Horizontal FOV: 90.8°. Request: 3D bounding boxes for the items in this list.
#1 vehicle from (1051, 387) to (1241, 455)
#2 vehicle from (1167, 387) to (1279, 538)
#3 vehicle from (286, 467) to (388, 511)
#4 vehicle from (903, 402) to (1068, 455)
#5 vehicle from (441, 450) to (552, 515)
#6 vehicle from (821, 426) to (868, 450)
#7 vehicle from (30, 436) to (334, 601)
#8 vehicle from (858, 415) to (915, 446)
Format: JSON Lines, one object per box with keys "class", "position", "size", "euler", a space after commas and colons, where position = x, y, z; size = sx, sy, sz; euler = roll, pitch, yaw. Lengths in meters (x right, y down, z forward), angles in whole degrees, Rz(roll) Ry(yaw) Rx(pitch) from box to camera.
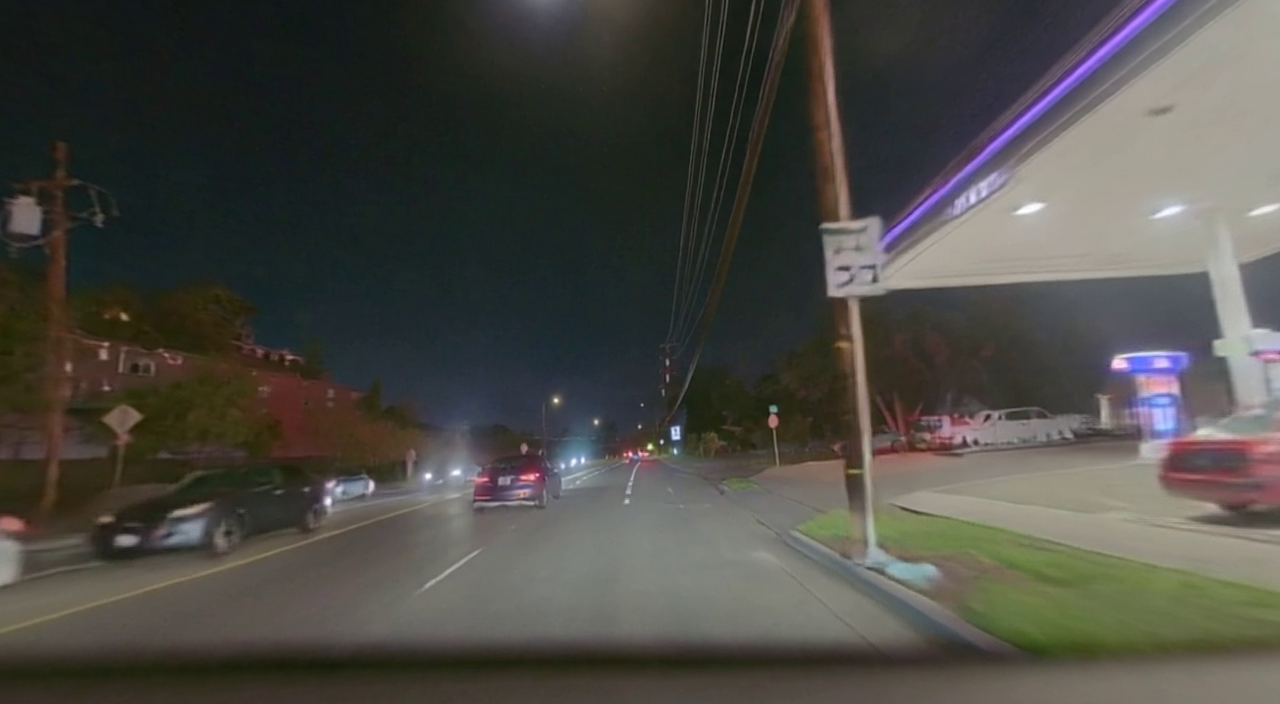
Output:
{"class": "vehicle", "position": [19.758, 2.805, 25.023], "size": [4.982, 2.516, 2.697], "euler": [-2, -9, 11]}
{"class": "vehicle", "position": [7.909, 1.197, 7.043], "size": [4.000, 1.440, 1.746], "euler": [5, -10, -30]}
{"class": "vehicle", "position": [-12.279, 5.553, 25.965], "size": [1.935, 1.463, 4.449], "euler": [0, -9, 1]}
{"class": "vehicle", "position": [13.927, 3.161, 25.799], "size": [5.266, 2.021, 2.329], "euler": [-1, -9, 4]}
{"class": "vehicle", "position": [-3.602, 3.342, 16.724], "size": [1.943, 1.455, 4.414], "euler": [0, -9, -1]}
{"class": "vehicle", "position": [14.405, 6.108, 44.646], "size": [1.835, 1.549, 4.178], "euler": [0, -9, -1]}
{"class": "vehicle", "position": [-6.853, 2.399, 10.151], "size": [1.855, 1.721, 4.329], "euler": [-9, -7, -6]}
{"class": "vehicle", "position": [17.436, 5.631, 44.933], "size": [2.014, 2.048, 4.717], "euler": [0, -9, -1]}
